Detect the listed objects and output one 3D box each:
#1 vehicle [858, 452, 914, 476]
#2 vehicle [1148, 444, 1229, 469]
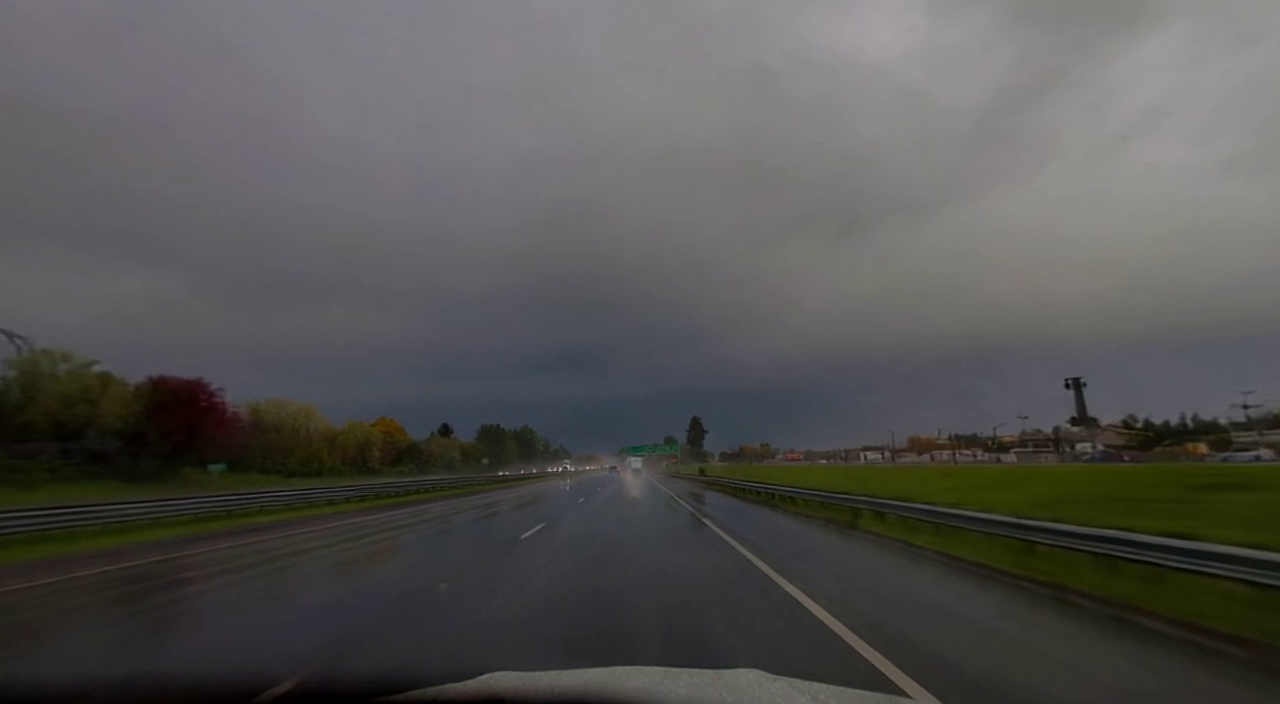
[{"bbox_3d":[16.823,7.731,43.363,1.973,1.540,3.978,2,-11,-5],"label":"vehicle"},{"bbox_3d":[34.420,6.576,39.548,3.754,1.470,1.803,3,-11,-12],"label":"vehicle"}]
